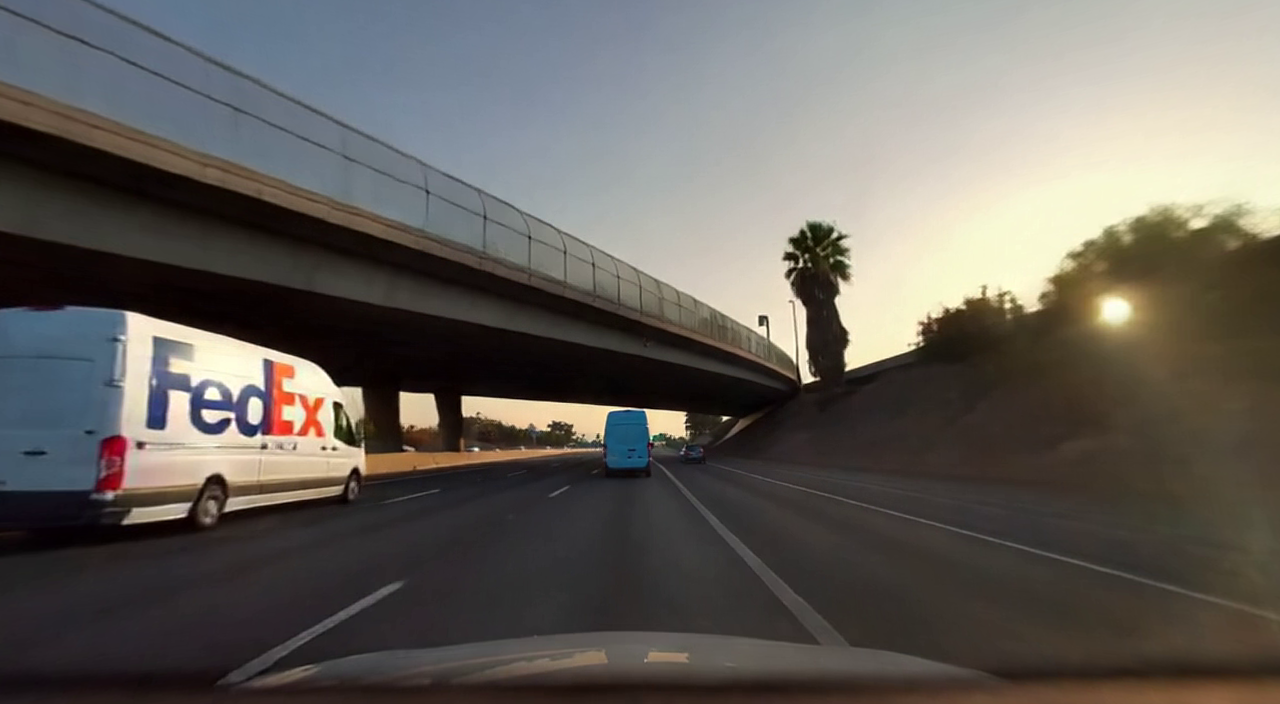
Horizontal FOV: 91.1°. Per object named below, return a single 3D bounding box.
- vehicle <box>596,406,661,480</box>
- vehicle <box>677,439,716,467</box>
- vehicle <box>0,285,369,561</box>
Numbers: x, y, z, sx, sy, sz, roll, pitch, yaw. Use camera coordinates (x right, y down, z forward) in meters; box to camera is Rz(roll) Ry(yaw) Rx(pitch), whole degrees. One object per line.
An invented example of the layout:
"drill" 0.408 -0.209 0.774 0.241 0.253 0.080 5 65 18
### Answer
"vehicle" -0.382 3.886 26.724 2.476 2.776 5.598 0 -8 1
"vehicle" 3.456 6.298 39.195 1.987 1.648 3.984 0 -8 -1
"vehicle" -7.703 1.345 10.814 2.965 3.178 7.188 -1 -9 -1
